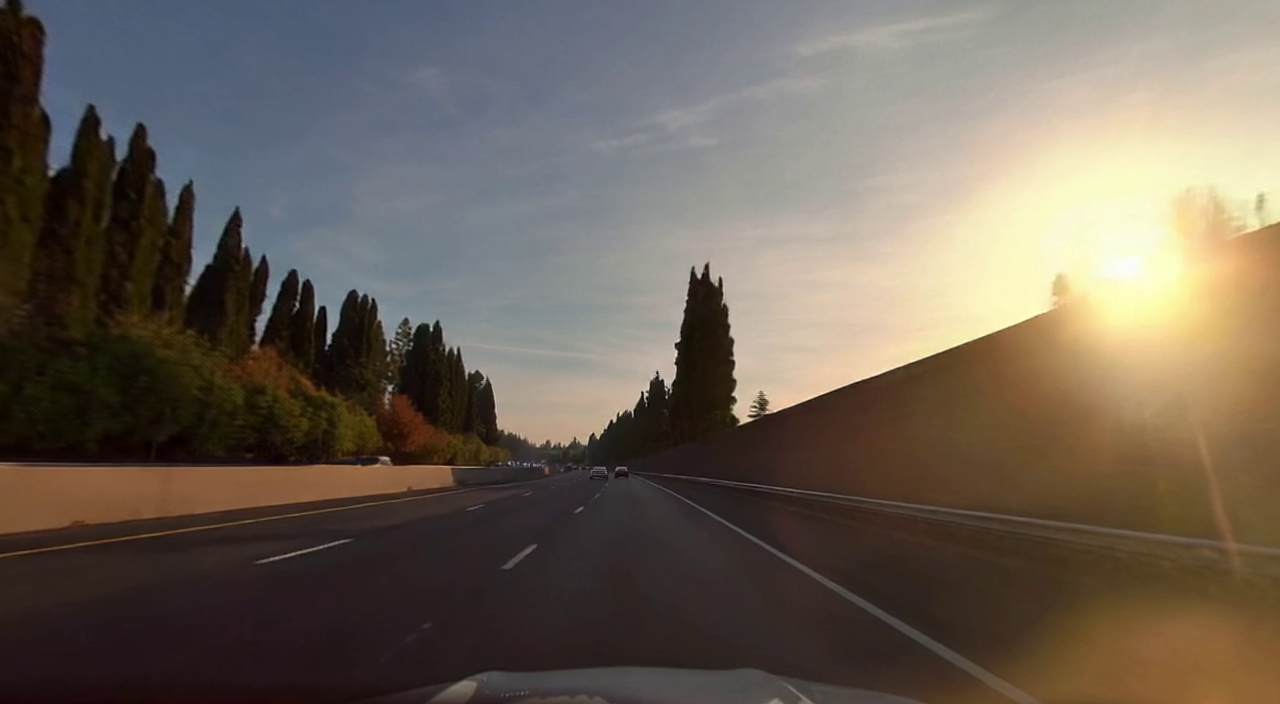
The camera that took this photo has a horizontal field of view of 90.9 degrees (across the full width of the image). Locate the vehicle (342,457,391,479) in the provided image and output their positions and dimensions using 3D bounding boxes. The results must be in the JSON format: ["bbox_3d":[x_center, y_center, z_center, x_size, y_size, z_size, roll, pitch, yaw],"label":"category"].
[{"bbox_3d":[-21.494,9.167,49.715,1.979,1.590,4.456,1,-10,-2],"label":"vehicle"}]
